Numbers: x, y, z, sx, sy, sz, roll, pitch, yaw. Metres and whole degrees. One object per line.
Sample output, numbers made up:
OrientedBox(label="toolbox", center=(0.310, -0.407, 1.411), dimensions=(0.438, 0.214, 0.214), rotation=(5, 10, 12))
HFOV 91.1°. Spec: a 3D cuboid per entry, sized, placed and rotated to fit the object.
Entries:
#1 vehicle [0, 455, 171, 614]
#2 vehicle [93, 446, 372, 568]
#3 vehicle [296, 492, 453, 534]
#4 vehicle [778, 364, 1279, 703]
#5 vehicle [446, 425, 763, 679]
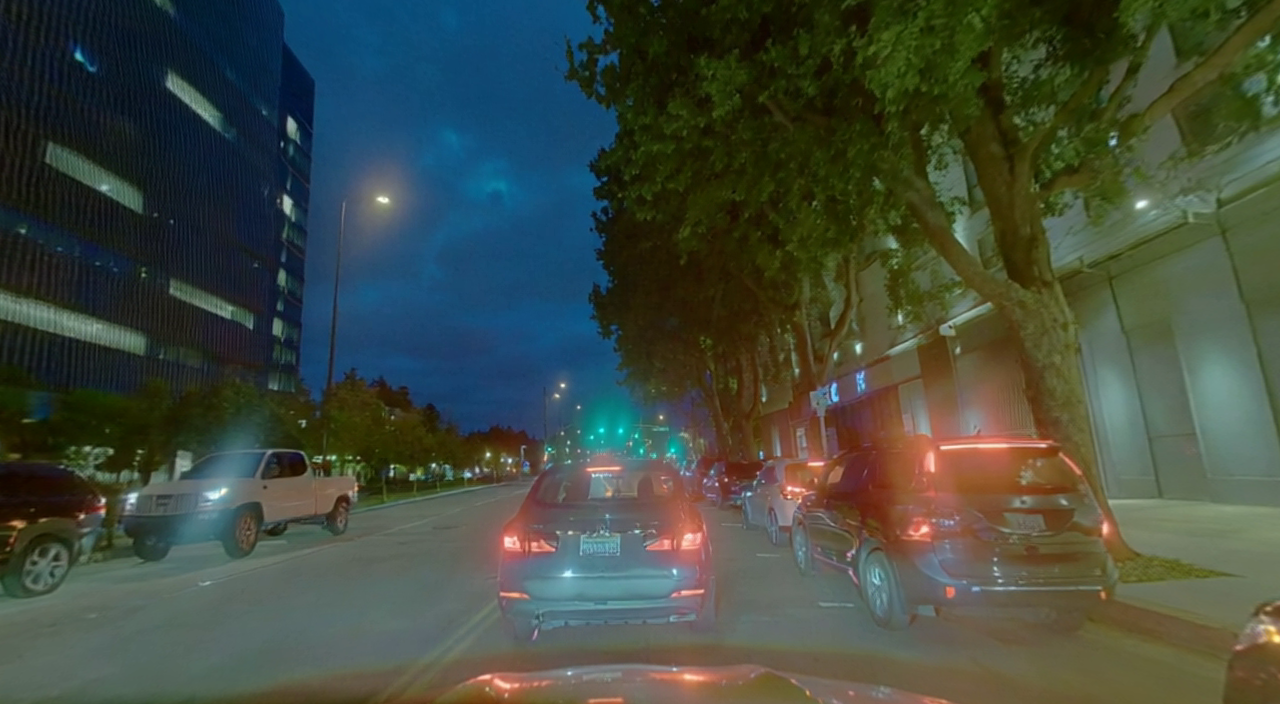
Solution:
OrientedBox(label="vehicle", center=(-6.986, 1.702, 5.874), dimensions=(1.900, 1.471, 4.202), rotation=(1, -10, 0))
OrientedBox(label="vehicle", center=(-6.828, 2.614, 11.334), dimensions=(1.994, 1.701, 4.520), rotation=(0, -10, 0))
OrientedBox(label="vehicle", center=(-6.948, 4.313, 17.160), dimensions=(2.223, 0.774, 4.789), rotation=(1, -10, 0))
OrientedBox(label="vehicle", center=(2.707, 1.434, 5.710), dimensions=(1.868, 1.920, 4.501), rotation=(1, -10, 0))
OrientedBox(label="vehicle", center=(-0.200, 1.617, 5.932), dimensions=(2.018, 1.583, 3.646), rotation=(1, -10, 1))
